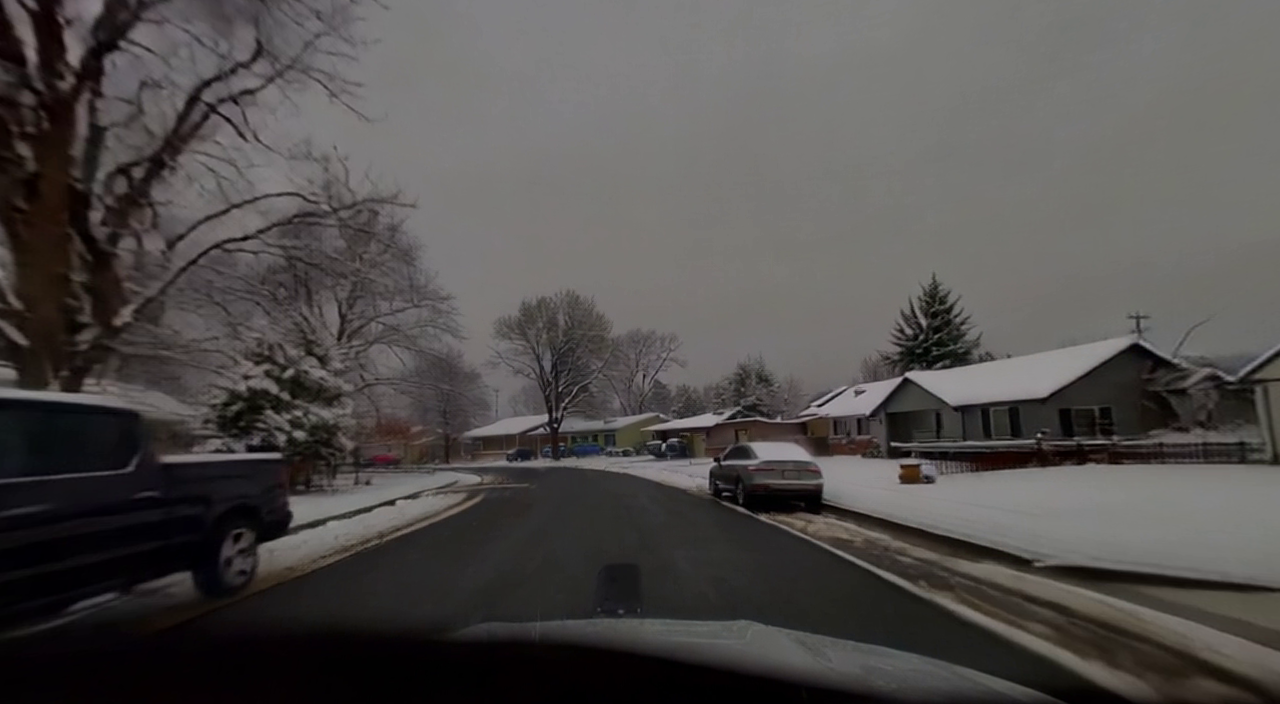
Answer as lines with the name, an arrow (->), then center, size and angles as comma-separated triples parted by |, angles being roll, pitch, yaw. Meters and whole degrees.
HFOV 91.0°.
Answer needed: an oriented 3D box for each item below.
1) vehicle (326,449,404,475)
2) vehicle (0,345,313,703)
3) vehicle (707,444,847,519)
vehicle -> -18.312, 7.333, 41.931 | 4.330, 1.657, 2.037 | -3, -9, 14
vehicle -> -4.710, 1.113, 4.423 | 2.182, 1.962, 5.446 | 0, -9, -4
vehicle -> 3.050, 3.011, 15.214 | 1.998, 1.489, 4.722 | 0, -9, -4
